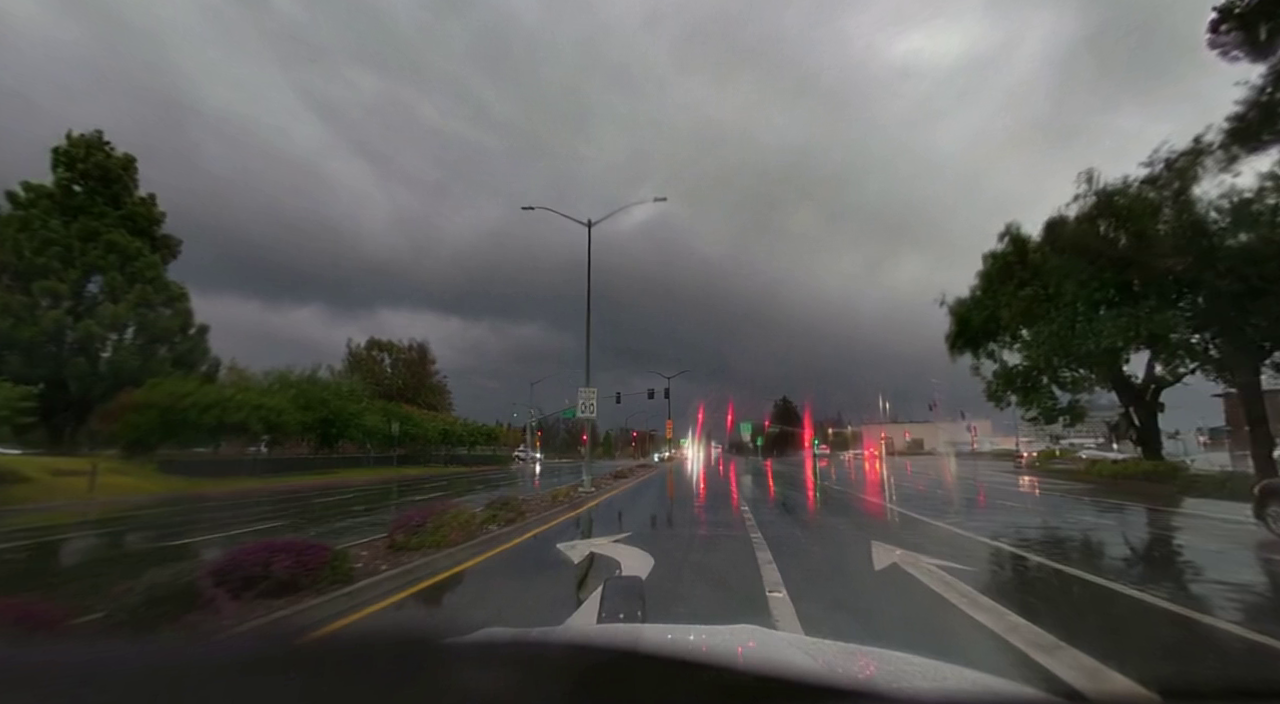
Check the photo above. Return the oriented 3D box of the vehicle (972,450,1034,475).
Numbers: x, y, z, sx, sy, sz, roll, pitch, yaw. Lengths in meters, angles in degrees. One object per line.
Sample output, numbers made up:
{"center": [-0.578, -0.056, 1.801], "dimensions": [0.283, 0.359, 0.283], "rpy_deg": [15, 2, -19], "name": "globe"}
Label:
{"center": [23.708, 7.202, 41.475], "dimensions": [1.896, 1.524, 4.562], "rpy_deg": [-1, -9, 8], "name": "vehicle"}
